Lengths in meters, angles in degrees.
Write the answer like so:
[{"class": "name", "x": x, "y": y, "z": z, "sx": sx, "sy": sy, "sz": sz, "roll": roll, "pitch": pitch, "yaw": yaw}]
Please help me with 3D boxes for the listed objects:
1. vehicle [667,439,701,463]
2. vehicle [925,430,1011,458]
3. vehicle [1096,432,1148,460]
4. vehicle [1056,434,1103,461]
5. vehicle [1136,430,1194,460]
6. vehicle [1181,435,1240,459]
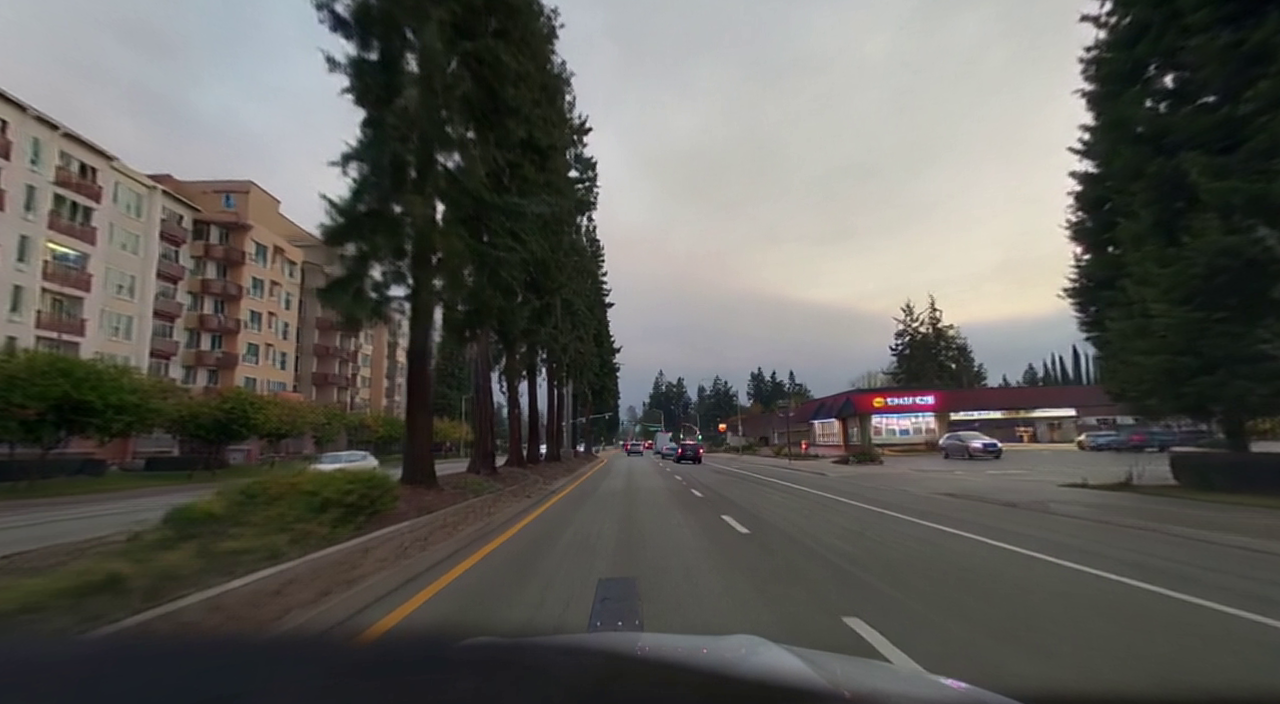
[{"class": "vehicle", "x": 3.154, "y": 7.211, "z": 46.168, "sx": 2.041, "sy": 1.531, "sz": 4.236, "roll": 1, "pitch": -7, "yaw": -1}, {"class": "vehicle", "x": 20.615, "y": 5.770, "z": 39.810, "sx": 4.210, "sy": 1.727, "sz": 2.227, "roll": 1, "pitch": -7, "yaw": -8}, {"class": "vehicle", "x": 34.112, "y": 6.630, "z": 44.843, "sx": 2.181, "sy": 1.901, "sz": 4.222, "roll": -4, "pitch": -9, "yaw": 28}, {"class": "vehicle", "x": 31.730, "y": 6.872, "z": 45.738, "sx": 2.269, "sy": 1.862, "sz": 4.495, "roll": -3, "pitch": -8, "yaw": 29}, {"class": "vehicle", "x": 36.719, "y": 6.455, "z": 44.295, "sx": 2.160, "sy": 1.948, "sz": 4.256, "roll": -3, "pitch": -8, "yaw": 27}, {"class": "vehicle", "x": 39.689, "y": 6.567, "z": 44.059, "sx": 2.044, "sy": 1.582, "sz": 3.586, "roll": -3, "pitch": -8, "yaw": 26}]
